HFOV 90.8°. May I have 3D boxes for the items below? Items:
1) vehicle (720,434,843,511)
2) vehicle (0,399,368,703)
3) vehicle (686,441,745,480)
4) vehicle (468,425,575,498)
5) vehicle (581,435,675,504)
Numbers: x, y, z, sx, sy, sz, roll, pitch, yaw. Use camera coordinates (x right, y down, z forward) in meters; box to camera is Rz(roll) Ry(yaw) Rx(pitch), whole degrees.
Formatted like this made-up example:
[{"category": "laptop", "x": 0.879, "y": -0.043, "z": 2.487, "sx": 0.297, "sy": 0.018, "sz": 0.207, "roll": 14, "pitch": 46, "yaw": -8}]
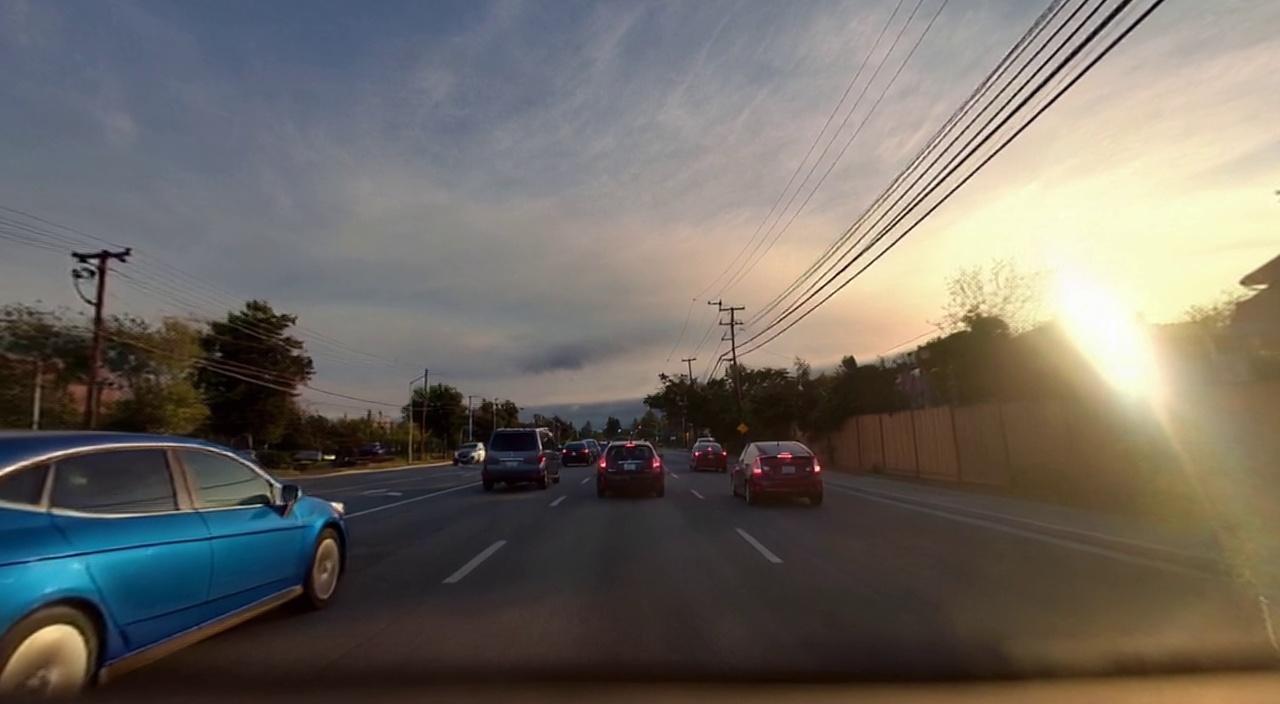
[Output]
[{"category": "vehicle", "x": 3.058, "y": 2.681, "z": 14.482, "sx": 1.880, "sy": 1.521, "sz": 3.724, "roll": 0, "pitch": -9, "yaw": -1}, {"category": "vehicle", "x": -3.310, "y": 1.017, "z": 3.039, "sx": 2.004, "sy": 1.454, "sz": 4.349, "roll": 0, "pitch": -9, "yaw": 1}, {"category": "vehicle", "x": 3.102, "y": 4.553, "z": 26.782, "sx": 1.878, "sy": 1.479, "sz": 4.461, "roll": 0, "pitch": -9, "yaw": -1}, {"category": "vehicle", "x": -3.262, "y": 3.140, "z": 18.459, "sx": 2.092, "sy": 1.839, "sz": 4.736, "roll": 0, "pitch": -9, "yaw": 1}, {"category": "vehicle", "x": -0.267, "y": 2.910, "z": 16.008, "sx": 2.097, "sy": 1.511, "sz": 3.809, "roll": 0, "pitch": -9, "yaw": 0}]
